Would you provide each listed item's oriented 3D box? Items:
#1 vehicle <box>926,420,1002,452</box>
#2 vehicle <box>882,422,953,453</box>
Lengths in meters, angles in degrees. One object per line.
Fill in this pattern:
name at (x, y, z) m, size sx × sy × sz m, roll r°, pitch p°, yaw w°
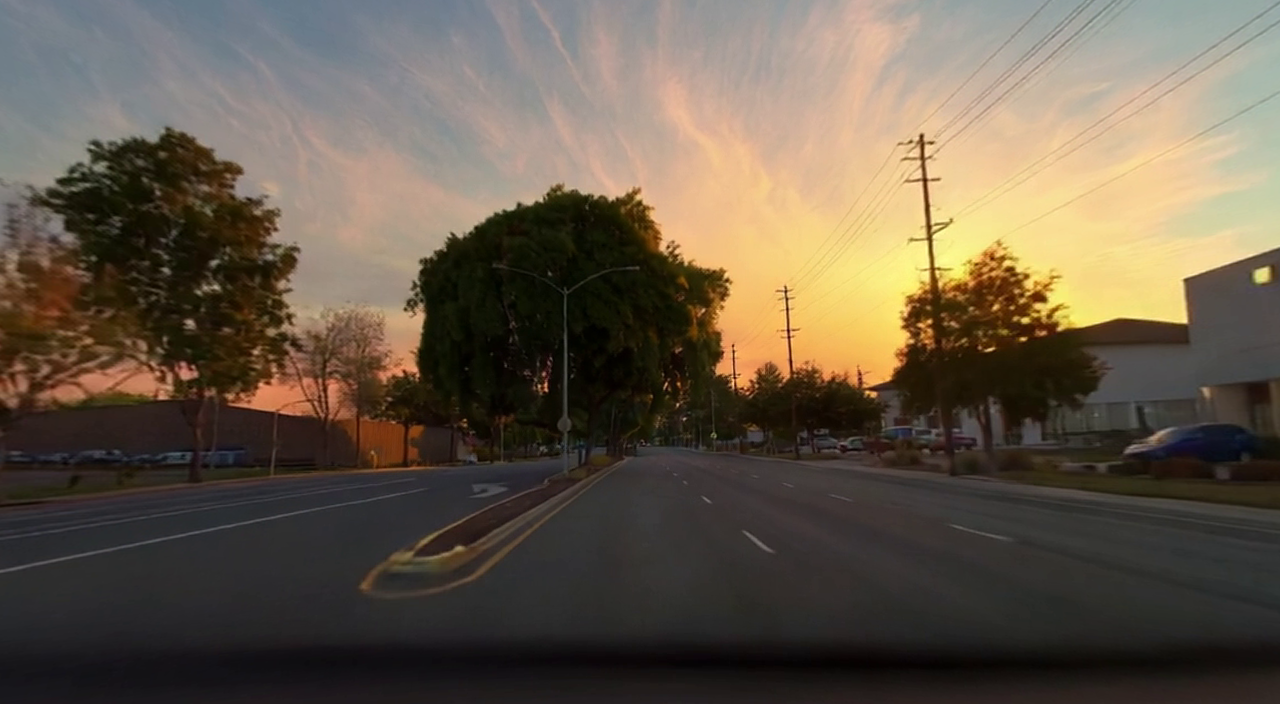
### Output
vehicle at (22.305, 5.841, 43.776) m, size 2.269 × 1.949 × 5.193 m, roll -2°, pitch -8°, yaw -2°
vehicle at (18.844, 5.884, 43.286) m, size 2.228 × 1.991 × 5.447 m, roll 0°, pitch -9°, yaw -2°
